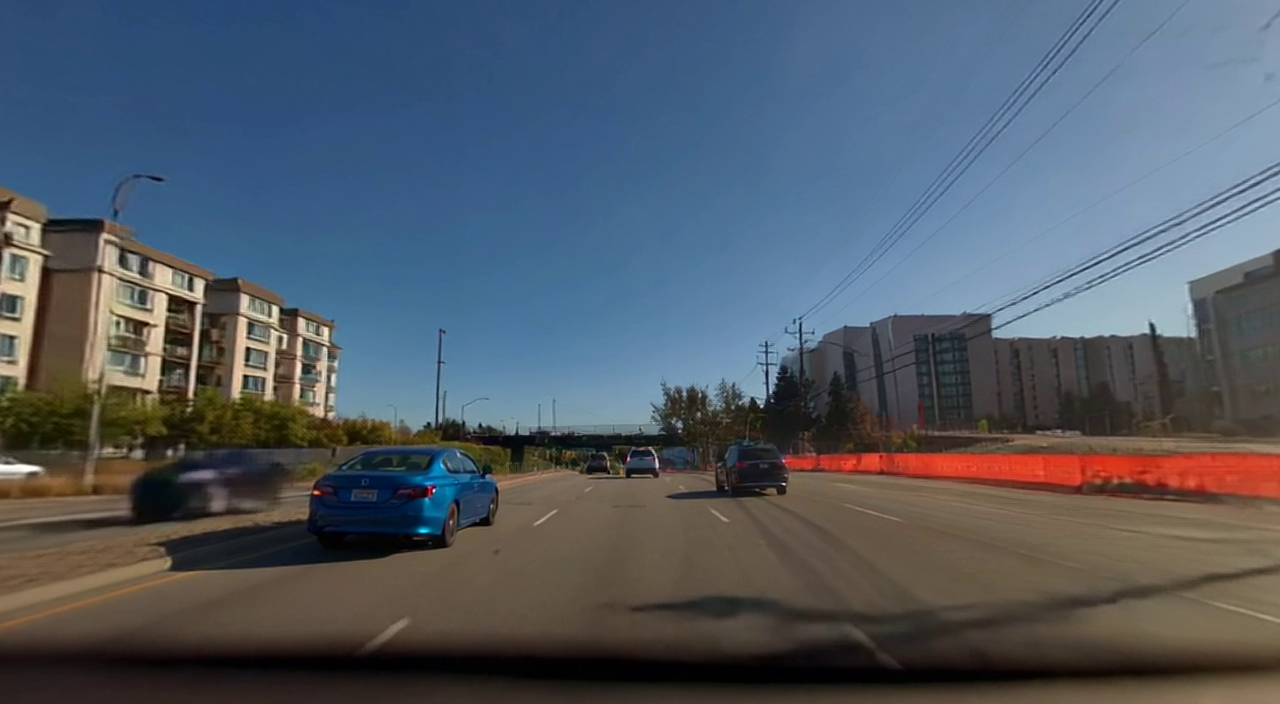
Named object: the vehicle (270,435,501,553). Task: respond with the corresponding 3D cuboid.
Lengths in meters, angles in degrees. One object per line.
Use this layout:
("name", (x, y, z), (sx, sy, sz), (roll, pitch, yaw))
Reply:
("vehicle", (-3.700, 2.117, 10.180), (1.968, 1.473, 4.209), (0, -8, 0))

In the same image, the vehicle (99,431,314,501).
("vehicle", (-10.323, 2.738, 15.622), (2.057, 1.472, 4.526), (0, -8, 1))

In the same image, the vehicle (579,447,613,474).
("vehicle", (-3.181, 7.950, 46.578), (2.190, 1.832, 4.417), (0, -8, 1))

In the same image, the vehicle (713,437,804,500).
("vehicle", (3.685, 3.673, 20.443), (2.029, 1.797, 4.218), (0, -8, -1))

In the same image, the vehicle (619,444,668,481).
("vehicle", (0.139, 5.489, 31.732), (2.291, 1.714, 4.217), (0, -8, 0))
